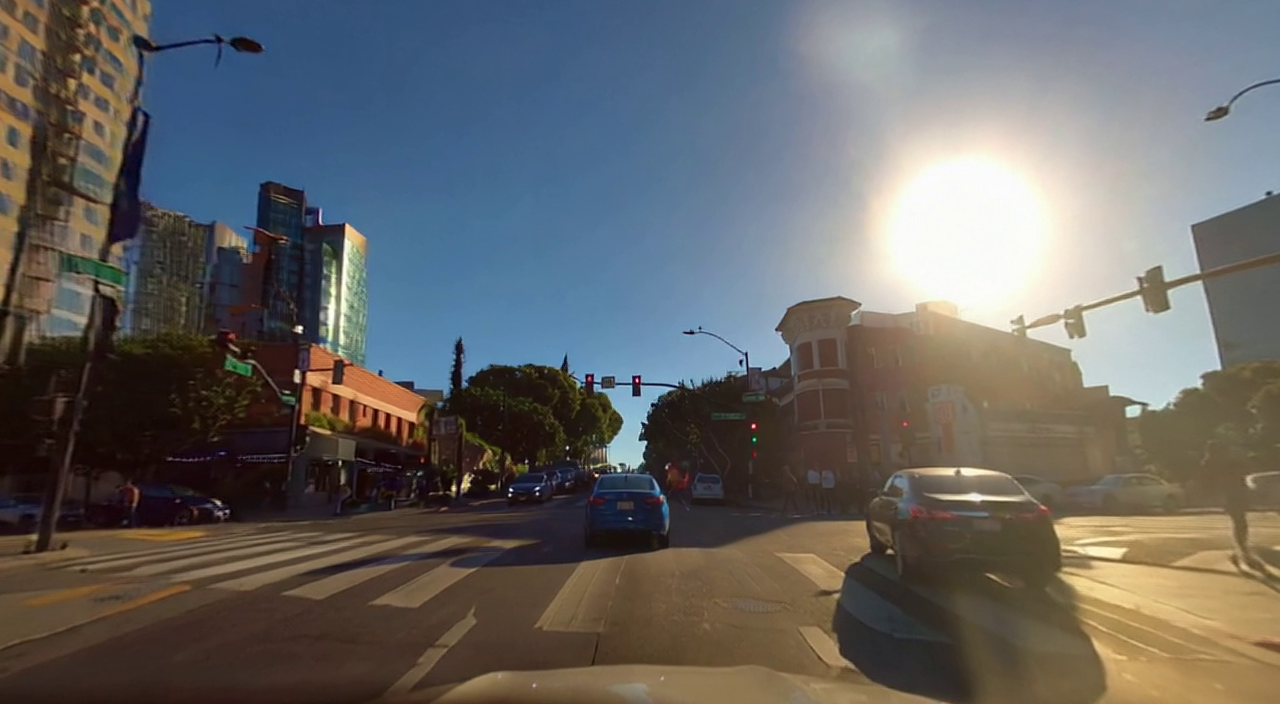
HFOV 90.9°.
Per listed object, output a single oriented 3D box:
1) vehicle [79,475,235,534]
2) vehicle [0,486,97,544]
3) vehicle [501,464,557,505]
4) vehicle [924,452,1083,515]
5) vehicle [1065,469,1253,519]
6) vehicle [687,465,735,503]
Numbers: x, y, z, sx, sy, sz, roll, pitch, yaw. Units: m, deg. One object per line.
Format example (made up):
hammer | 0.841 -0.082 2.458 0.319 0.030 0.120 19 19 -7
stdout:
vehicle | -19.495 6.148 25.601 4.750 2.083 2.002 -2 -8 3
vehicle | -25.358 6.593 25.616 4.588 2.048 2.110 -1 -8 1
vehicle | -6.021 7.232 34.812 2.226 1.896 4.438 -1 -8 1
vehicle | 14.685 5.314 25.716 4.974 2.266 2.324 -1 -8 -1
vehicle | 20.805 5.701 25.515 5.345 1.747 2.410 -1 -8 2
vehicle | 3.802 7.171 34.552 1.908 1.741 4.066 -1 -8 -3
